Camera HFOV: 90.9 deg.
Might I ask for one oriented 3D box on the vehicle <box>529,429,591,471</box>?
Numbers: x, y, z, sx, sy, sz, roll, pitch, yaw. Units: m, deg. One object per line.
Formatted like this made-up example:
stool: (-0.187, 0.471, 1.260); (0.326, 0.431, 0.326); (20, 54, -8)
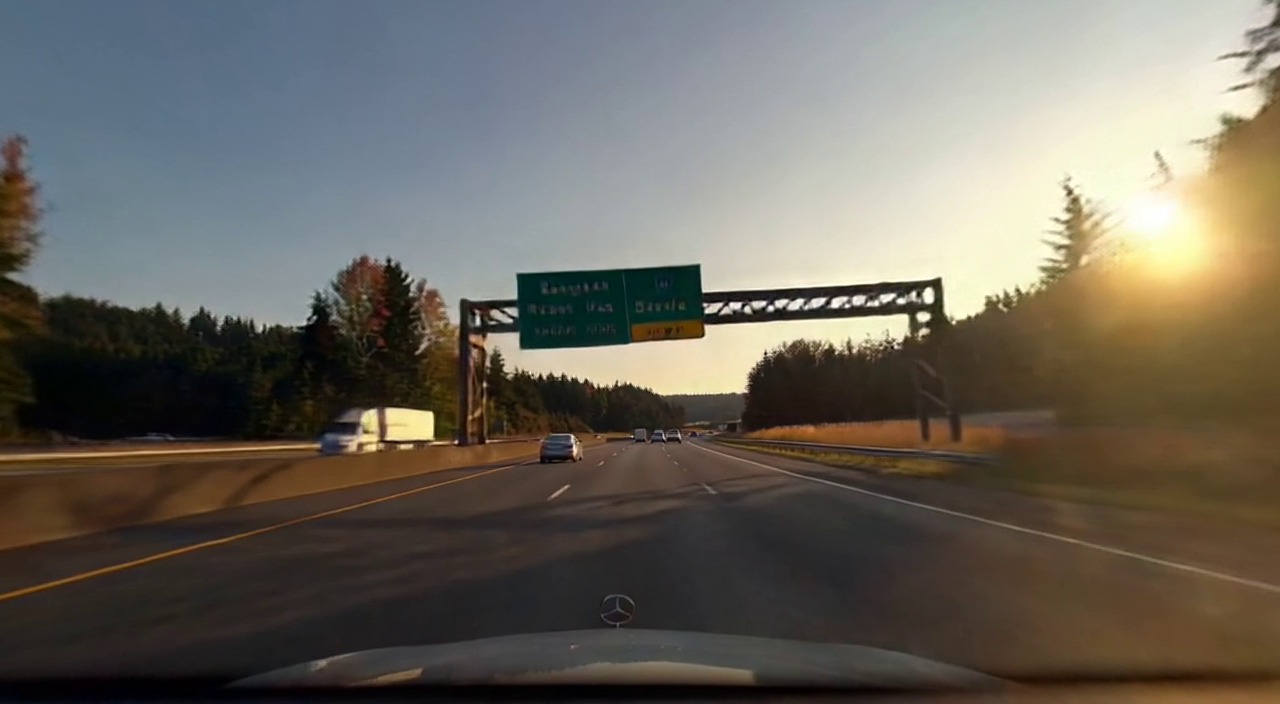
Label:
vehicle: (-3.292, 4.110, 26.699); (2.084, 1.654, 4.080); (0, -8, 0)

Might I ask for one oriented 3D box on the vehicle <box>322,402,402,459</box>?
vehicle: (-20.820, 5.991, 47.659); (3.296, 4.004, 5.827); (0, -8, 0)
